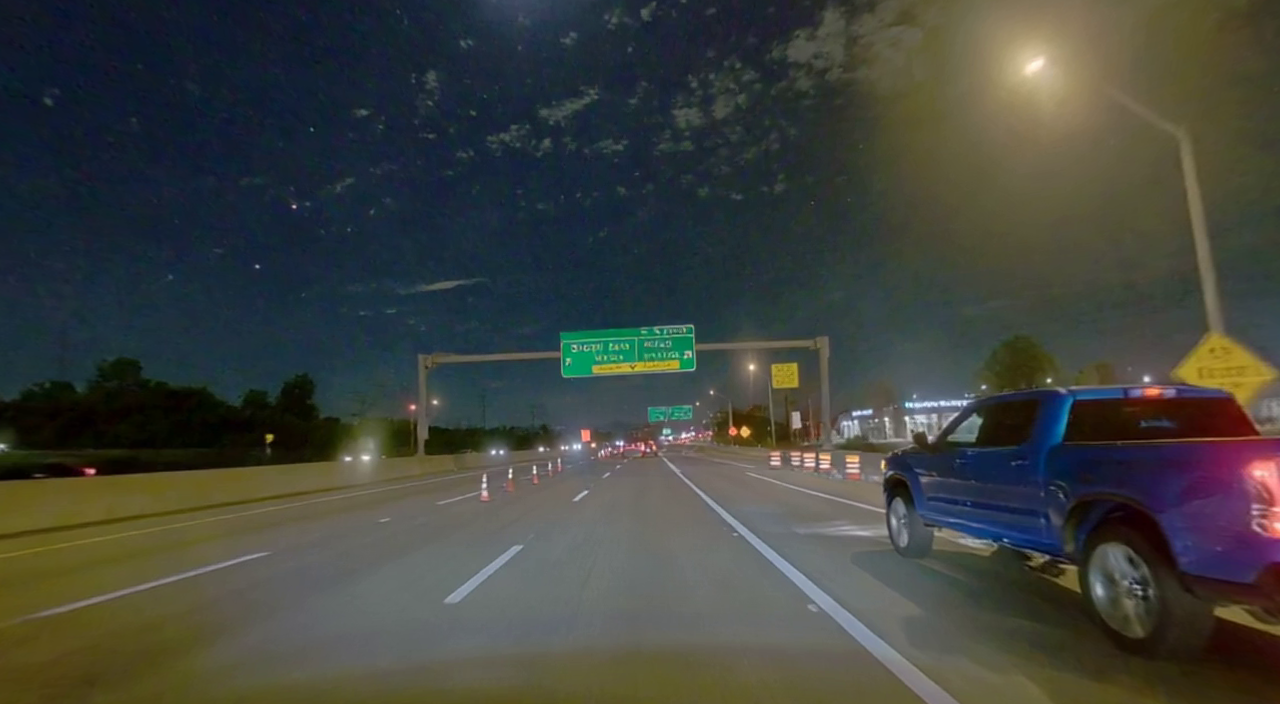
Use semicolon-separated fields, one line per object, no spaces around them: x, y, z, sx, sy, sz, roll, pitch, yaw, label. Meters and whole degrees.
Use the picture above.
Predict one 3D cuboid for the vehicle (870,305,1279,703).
3.766;1.023;4.607;2.186;1.840;5.289;0;-8;0;vehicle
